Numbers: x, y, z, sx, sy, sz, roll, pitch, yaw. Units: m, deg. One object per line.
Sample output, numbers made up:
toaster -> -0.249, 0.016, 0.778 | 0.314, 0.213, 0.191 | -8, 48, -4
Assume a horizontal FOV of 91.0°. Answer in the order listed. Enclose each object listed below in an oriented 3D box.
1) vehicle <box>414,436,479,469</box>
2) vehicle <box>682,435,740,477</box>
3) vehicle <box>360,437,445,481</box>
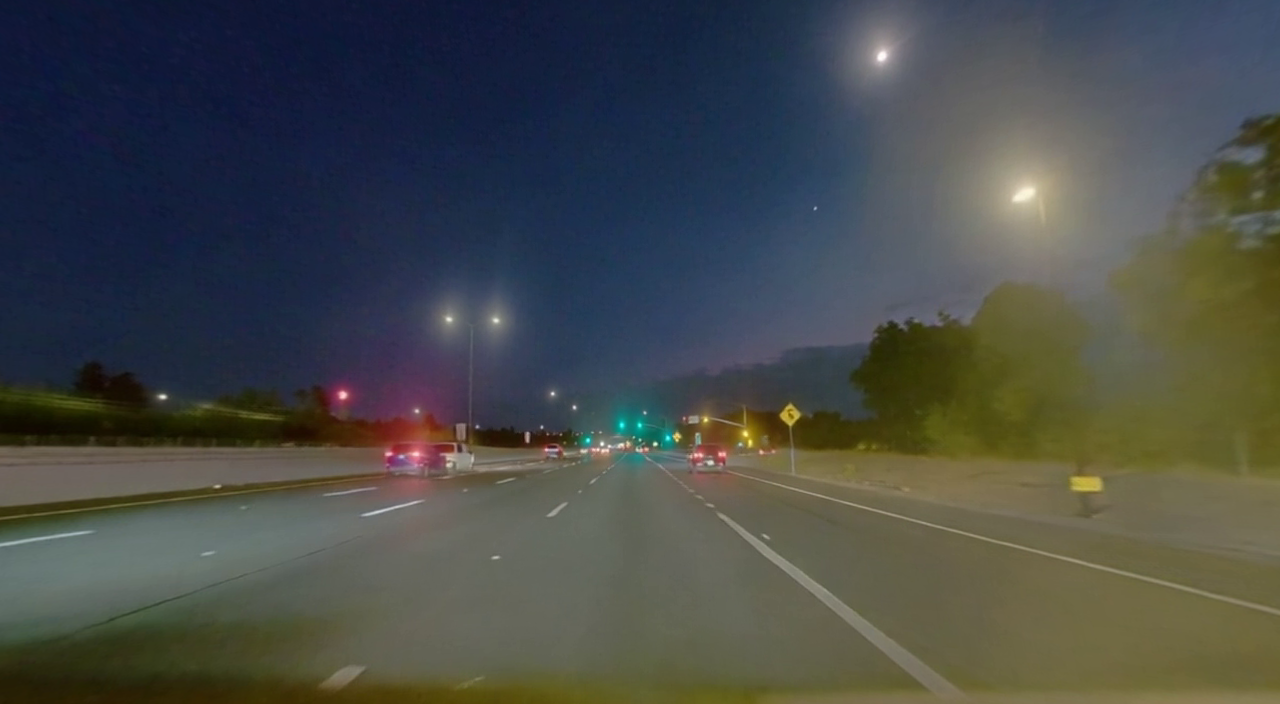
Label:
vehicle -> -14.418, 7.568, 47.531 | 2.736, 2.262, 6.533 | 0, -8, 1
vehicle -> 3.379, 5.089, 30.988 | 2.184, 1.892, 4.763 | 0, -8, -1
vehicle -> -11.087, 5.017, 29.767 | 2.137, 1.873, 4.687 | 0, -8, 0
